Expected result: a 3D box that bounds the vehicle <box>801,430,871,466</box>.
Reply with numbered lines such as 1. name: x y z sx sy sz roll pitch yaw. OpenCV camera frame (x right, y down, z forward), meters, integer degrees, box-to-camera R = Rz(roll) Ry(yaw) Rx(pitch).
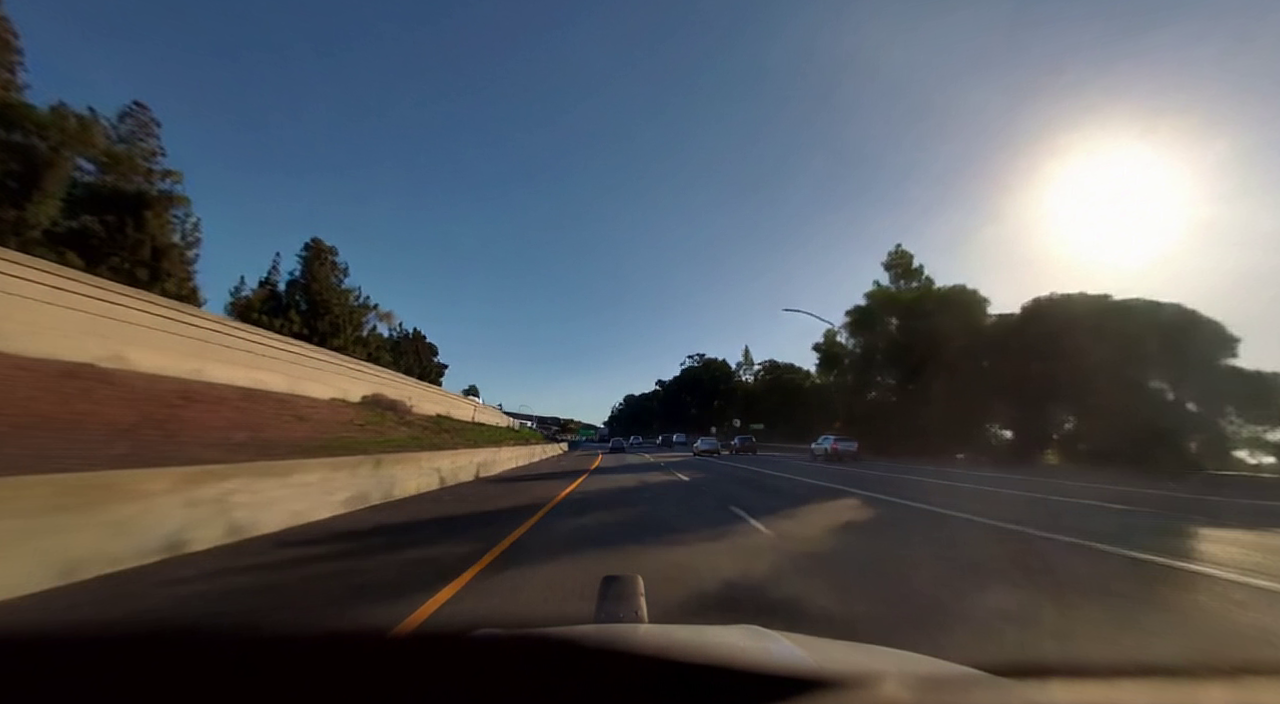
1. vehicle: 10.243 5.049 33.287 2.077 1.763 4.472 0 -8 -3
